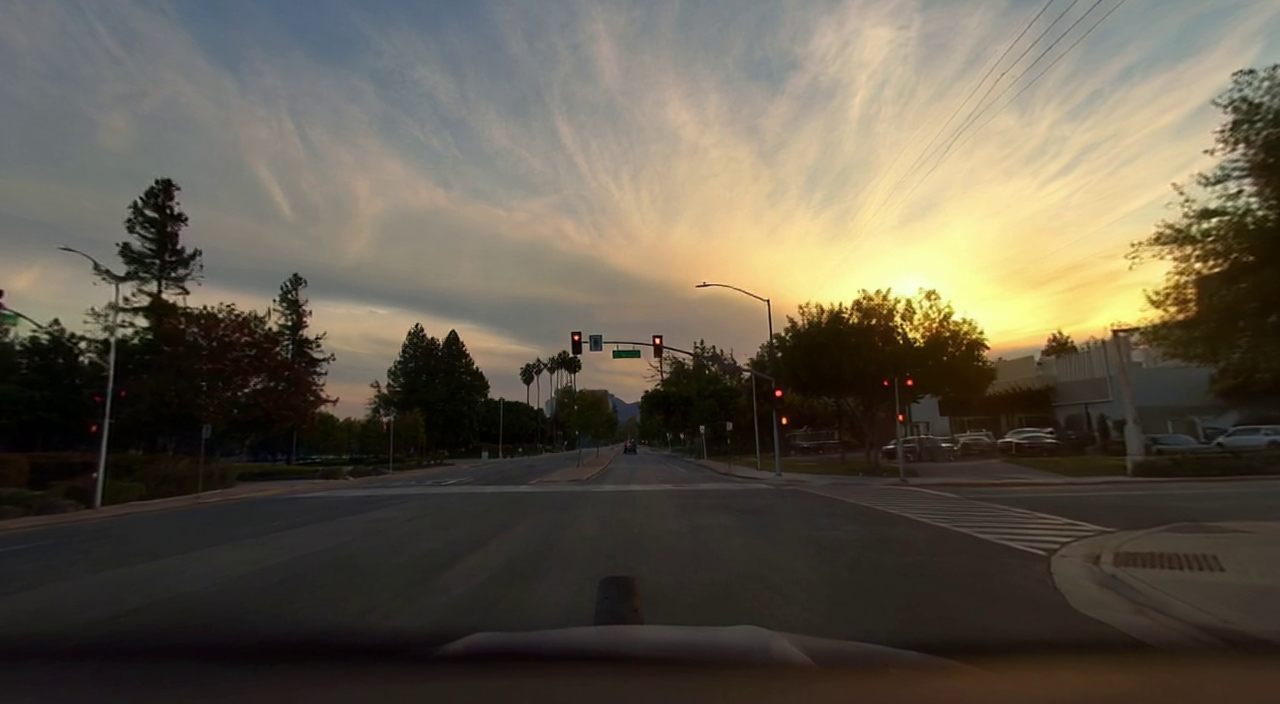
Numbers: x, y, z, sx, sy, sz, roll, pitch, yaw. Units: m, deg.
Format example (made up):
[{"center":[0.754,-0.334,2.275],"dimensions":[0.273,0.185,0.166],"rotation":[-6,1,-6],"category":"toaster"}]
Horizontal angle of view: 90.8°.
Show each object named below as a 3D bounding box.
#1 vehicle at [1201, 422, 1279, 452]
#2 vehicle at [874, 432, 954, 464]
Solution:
[{"center":[34.098,4.765,35.122],"dimensions":[1.832,1.521,4.266],"rotation":[0,-9,1],"category":"vehicle"},{"center":[14.957,5.292,34.767],"dimensions":[1.959,1.471,4.570],"rotation":[-4,-8,-5],"category":"vehicle"}]
